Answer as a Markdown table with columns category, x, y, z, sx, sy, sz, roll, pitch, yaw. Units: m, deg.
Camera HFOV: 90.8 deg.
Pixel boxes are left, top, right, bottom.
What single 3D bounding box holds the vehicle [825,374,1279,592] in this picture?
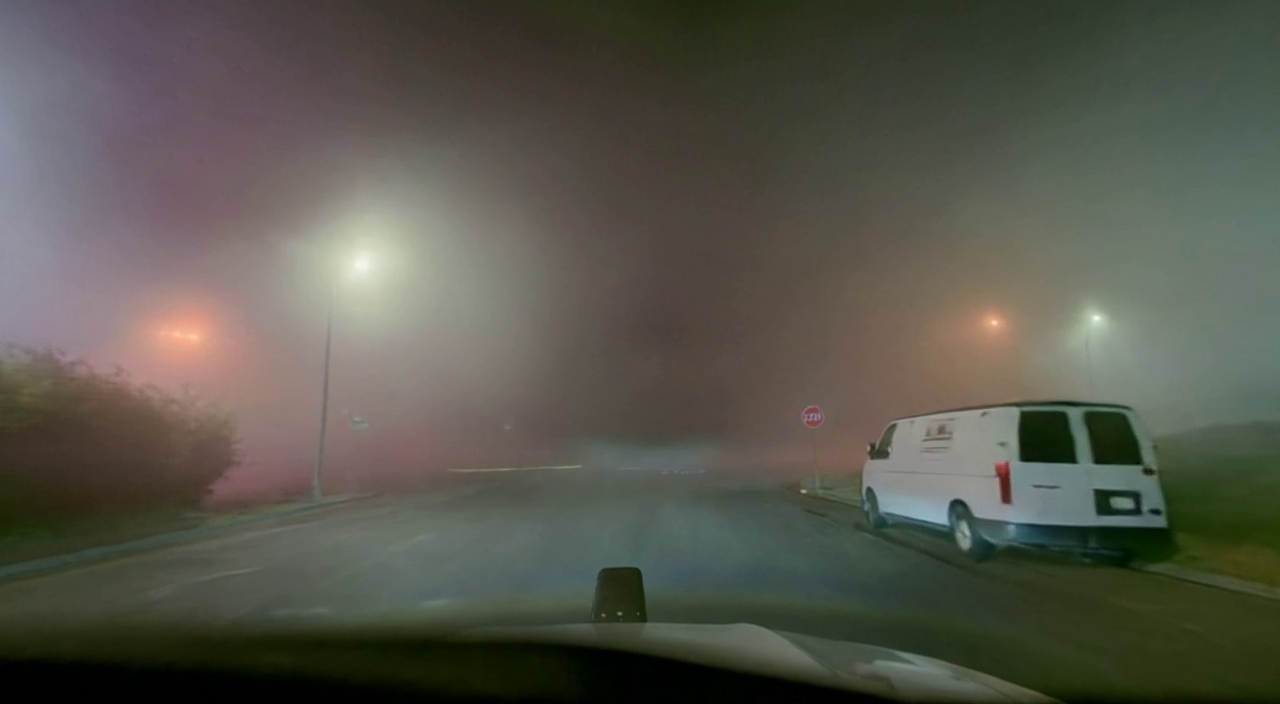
| category | x | y | z | sx | sy | sz | roll | pitch | yaw |
| --- | --- | --- | --- | --- | --- | --- | --- | --- | --- |
| vehicle | 5.235 | 1.798 | 9.680 | 2.659 | 2.245 | 5.991 | 0 | -8 | -3 |
